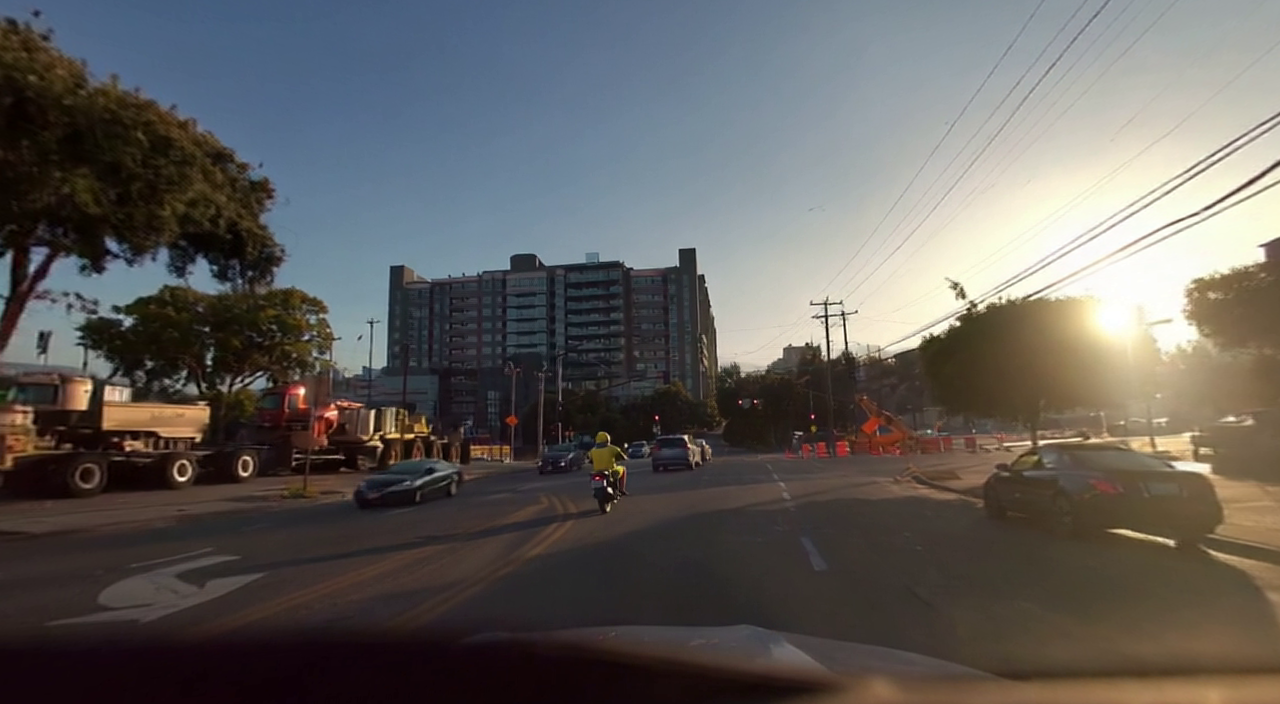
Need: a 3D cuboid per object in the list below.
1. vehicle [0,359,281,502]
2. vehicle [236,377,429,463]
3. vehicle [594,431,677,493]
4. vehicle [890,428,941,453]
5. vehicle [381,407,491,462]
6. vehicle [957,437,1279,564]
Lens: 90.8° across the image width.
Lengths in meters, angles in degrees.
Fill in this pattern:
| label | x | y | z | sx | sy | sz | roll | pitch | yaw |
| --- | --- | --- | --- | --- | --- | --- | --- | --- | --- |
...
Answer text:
| label | x | y | z | sx | sy | sz | roll | pitch | yaw |
| --- | --- | --- | --- | --- | --- | --- | --- | --- | --- |
| vehicle | -15.013 | 2.385 | 18.500 | 2.990 | 3.144 | 9.080 | -1 | -8 | 5 |
| vehicle | -13.702 | 3.392 | 29.720 | 2.996 | 3.170 | 10.153 | -5 | -9 | 7 |
| vehicle | -0.008 | 3.164 | 18.527 | 1.925 | 1.602 | 4.090 | -1 | -8 | 7 |
| vehicle | 20.240 | 6.580 | 46.630 | 1.918 | 1.732 | 4.650 | -1 | -8 | 5 |
| vehicle | -12.734 | 5.170 | 40.956 | 2.970 | 2.938 | 11.622 | -3 | -6 | 2 |
| vehicle | 6.869 | 2.077 | 9.732 | 1.973 | 1.457 | 4.522 | -1 | -8 | 6 |
